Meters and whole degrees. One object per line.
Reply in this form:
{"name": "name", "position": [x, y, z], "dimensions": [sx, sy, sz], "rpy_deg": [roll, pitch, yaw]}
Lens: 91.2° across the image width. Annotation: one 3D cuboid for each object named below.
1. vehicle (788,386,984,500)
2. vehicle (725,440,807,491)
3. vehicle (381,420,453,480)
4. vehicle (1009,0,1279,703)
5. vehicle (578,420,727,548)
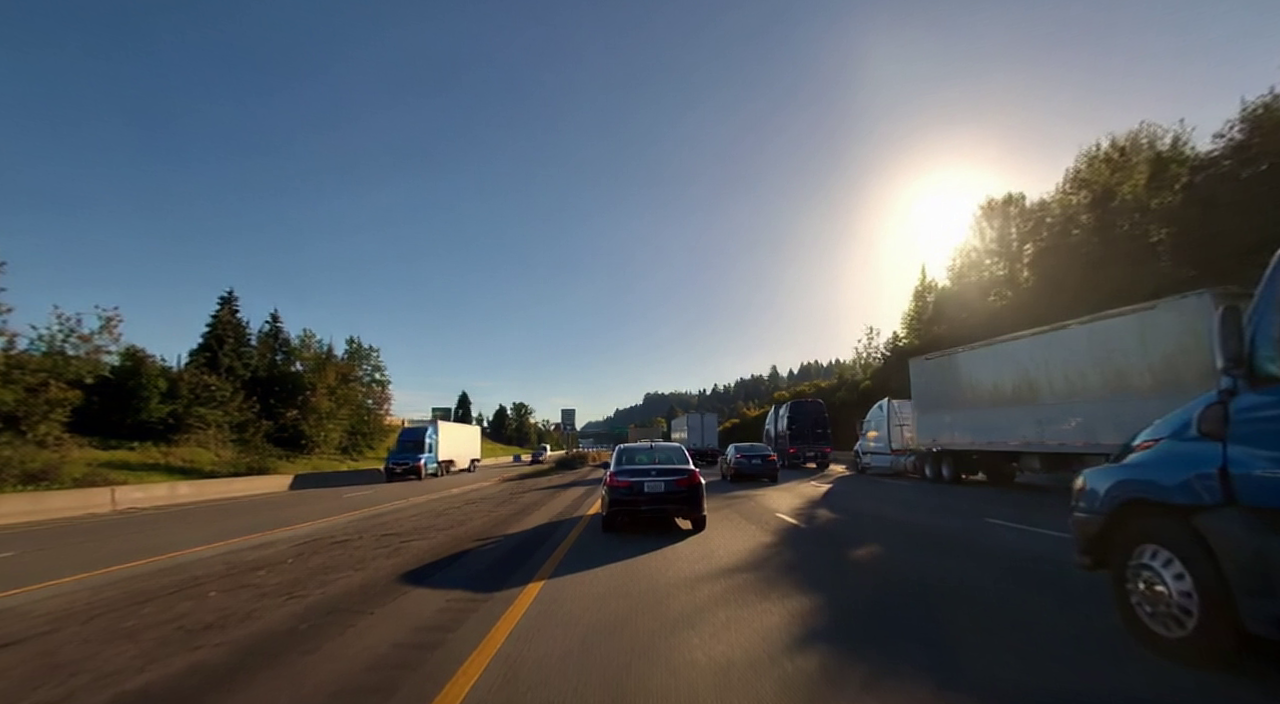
{"name": "vehicle", "position": [8.211, 3.370, 23.080], "dimensions": [2.799, 3.188, 10.578], "rpy_deg": [0, -9, -1]}
{"name": "vehicle", "position": [4.101, 3.748, 21.017], "dimensions": [1.859, 1.512, 3.711], "rpy_deg": [0, -9, -1]}
{"name": "vehicle", "position": [-15.999, 7.064, 45.440], "dimensions": [3.025, 3.994, 5.884], "rpy_deg": [0, -9, -1]}
{"name": "vehicle", "position": [4.256, -0.218, 1.448], "dimensions": [2.987, 3.877, 5.881], "rpy_deg": [0, -9, 0]}
{"name": "vehicle", "position": [0.189, 2.013, 10.081], "dimensions": [1.965, 1.664, 3.428], "rpy_deg": [-1, -9, 1]}
